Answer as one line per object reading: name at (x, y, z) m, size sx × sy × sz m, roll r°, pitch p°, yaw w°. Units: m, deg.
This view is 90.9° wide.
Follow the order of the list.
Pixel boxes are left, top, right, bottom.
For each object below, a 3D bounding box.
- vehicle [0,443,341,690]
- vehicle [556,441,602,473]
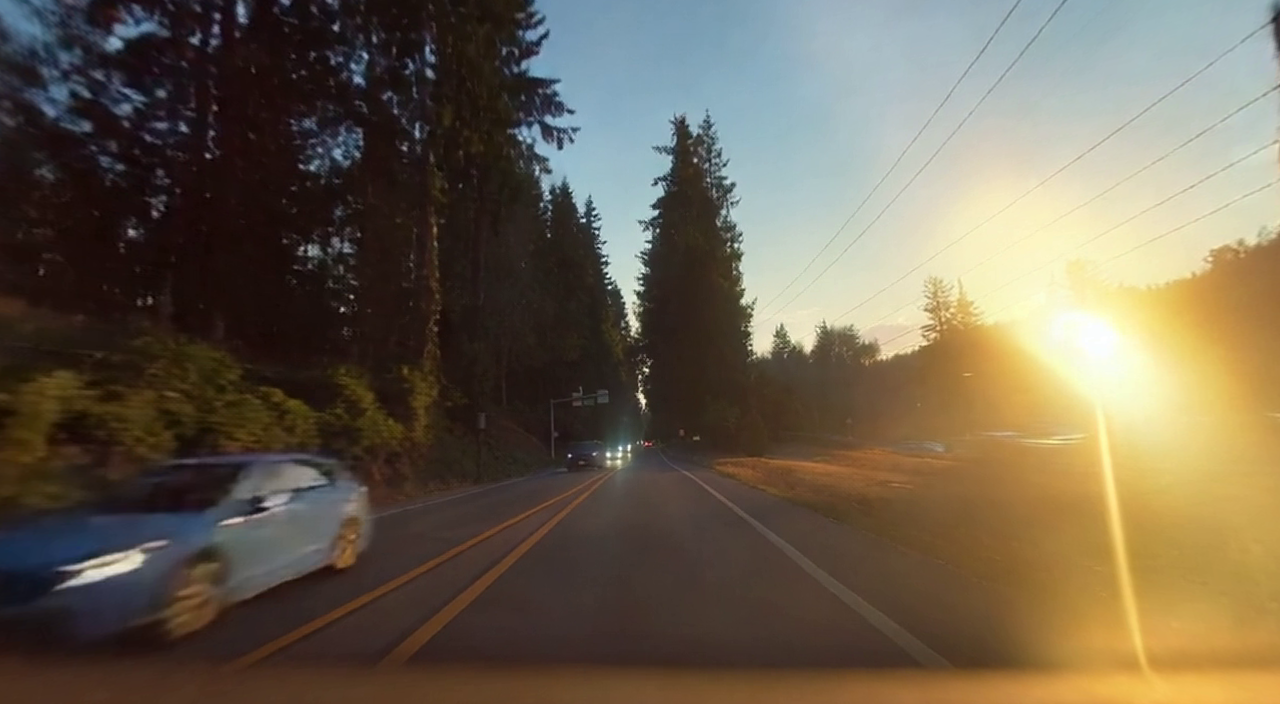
vehicle at (-4.624, 1.588, 5.757) m, size 1.816 × 1.473 × 3.689 m, roll -1°, pitch -9°, yaw 3°
vehicle at (-3.446, 6.068, 36.717) m, size 2.007 × 1.726 × 5.097 m, roll 0°, pitch -9°, yaw 2°
